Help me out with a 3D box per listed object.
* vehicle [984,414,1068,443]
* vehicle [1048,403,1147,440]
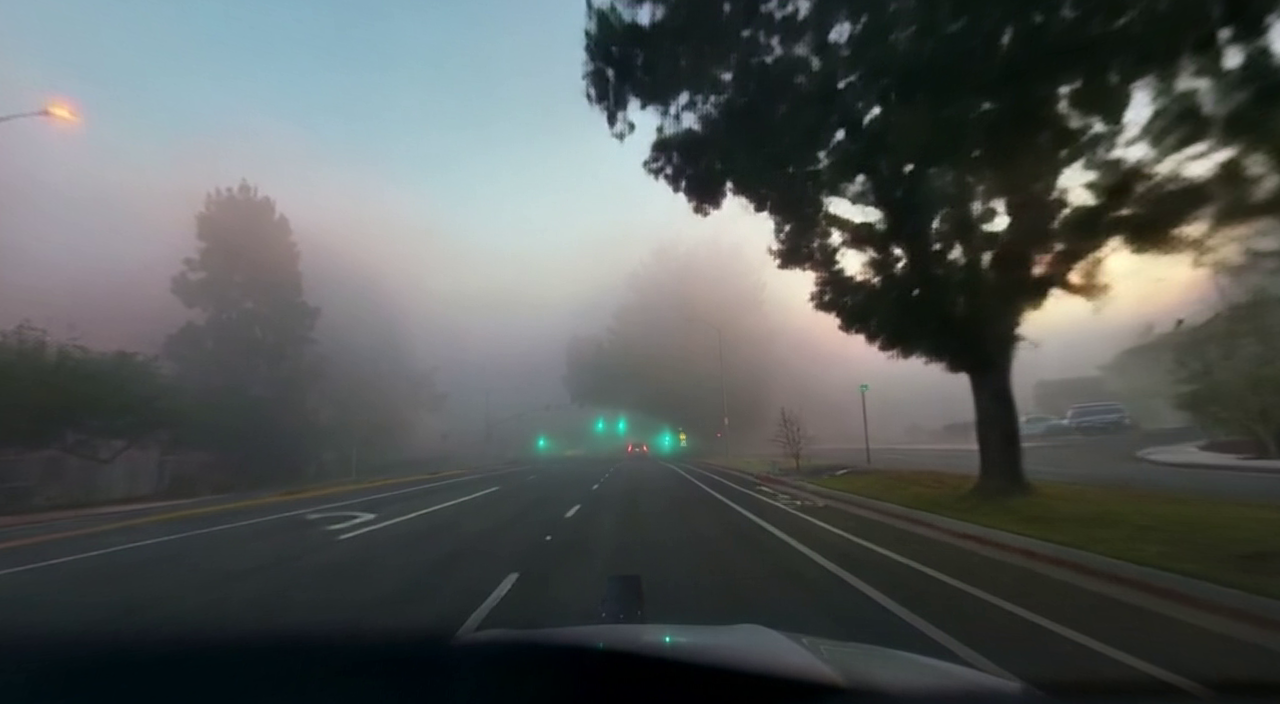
[{"bbox_3d":[22.805,4.574,37.502,1.911,1.598,4.322,1,-9,-6],"label":"vehicle"},{"bbox_3d":[26.705,4.150,37.111,2.081,1.949,4.635,3,-8,-5],"label":"vehicle"}]
